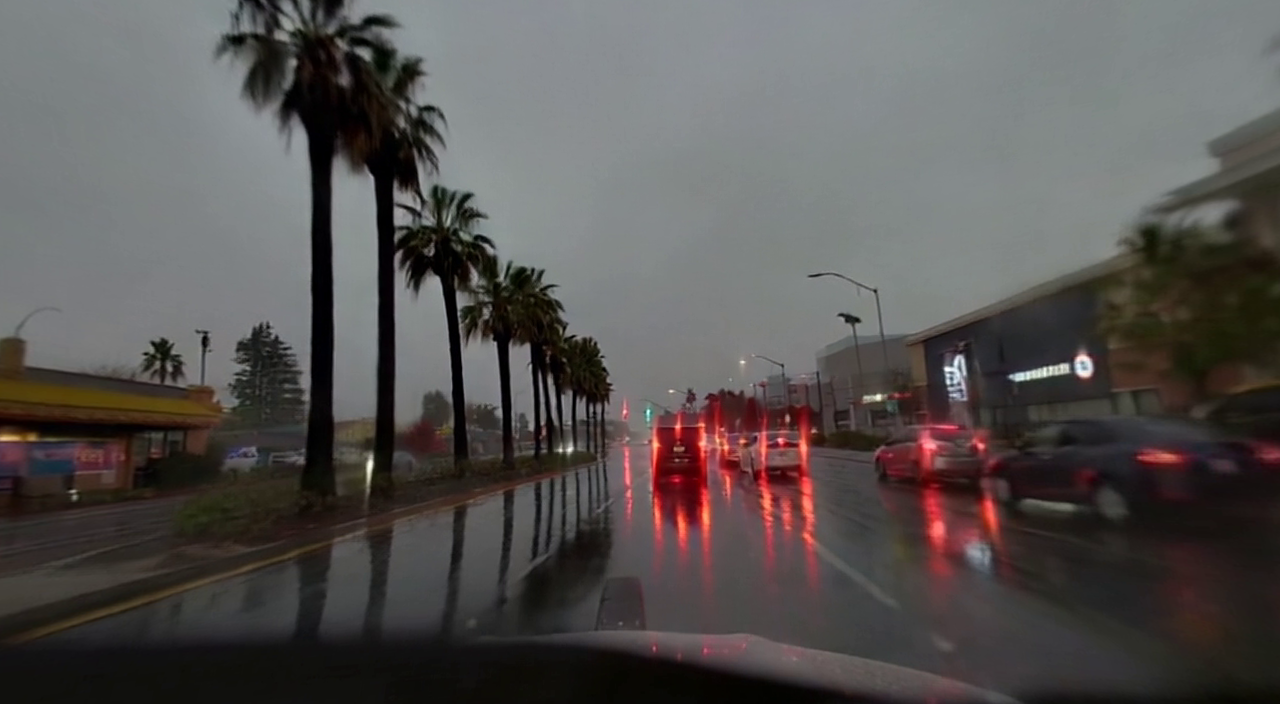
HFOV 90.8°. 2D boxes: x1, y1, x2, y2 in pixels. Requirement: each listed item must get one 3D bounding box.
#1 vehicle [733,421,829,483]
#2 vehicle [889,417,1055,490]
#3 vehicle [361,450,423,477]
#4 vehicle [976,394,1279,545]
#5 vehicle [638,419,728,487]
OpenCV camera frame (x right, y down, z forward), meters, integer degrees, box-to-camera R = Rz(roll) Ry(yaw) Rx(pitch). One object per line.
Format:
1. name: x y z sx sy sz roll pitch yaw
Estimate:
1. vehicle: 4.413 3.241 20.550 2.187 1.777 4.444 0 -9 1
2. vehicle: 8.492 2.669 16.745 1.881 1.658 4.595 0 -9 0
3. vehicle: -15.564 6.997 39.887 1.857 1.446 4.615 -3 -9 3
4. vehicle: 7.347 1.681 9.572 2.001 1.692 4.800 0 -9 2
5. vehicle: 1.247 3.106 19.642 2.428 1.816 4.959 0 -9 2
